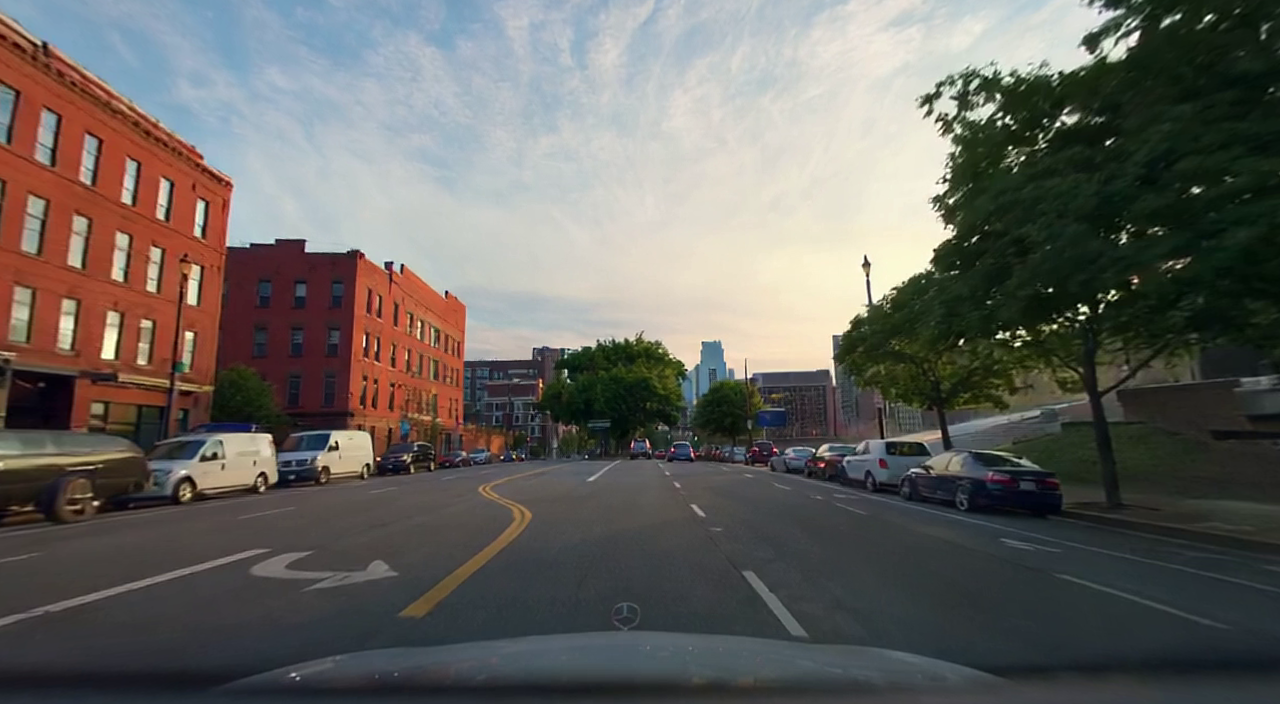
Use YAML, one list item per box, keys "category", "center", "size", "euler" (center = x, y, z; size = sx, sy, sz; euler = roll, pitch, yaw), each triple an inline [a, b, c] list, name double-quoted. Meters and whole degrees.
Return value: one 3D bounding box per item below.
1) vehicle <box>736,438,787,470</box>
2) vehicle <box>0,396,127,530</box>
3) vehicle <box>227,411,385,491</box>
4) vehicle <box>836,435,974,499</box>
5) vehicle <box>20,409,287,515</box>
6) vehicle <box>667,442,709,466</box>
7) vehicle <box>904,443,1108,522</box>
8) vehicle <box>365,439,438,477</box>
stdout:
- category: "vehicle"
  center: [8.039, 6.818, 42.383]
  size: [2.305, 1.984, 5.002]
  euler: [-1, -9, -1]
- category: "vehicle"
  center: [-14.599, 2.355, 13.349]
  size: [2.557, 2.759, 5.693]
  euler: [0, -8, 0]
- category: "vehicle"
  center: [-14.461, 4.382, 28.171]
  size: [3.047, 3.098, 6.783]
  euler: [0, -9, 2]
- category: "vehicle"
  center: [7.952, 3.502, 19.570]
  size: [2.174, 1.697, 4.520]
  euler: [0, -9, -2]
- category: "vehicle"
  center: [-14.789, 3.438, 20.134]
  size: [2.719, 2.775, 6.724]
  euler: [-1, -9, 5]
- category: "vehicle"
  center: [3.110, 6.768, 42.065]
  size: [2.238, 1.499, 4.964]
  euler: [0, -8, -2]
- category: "vehicle"
  center: [7.983, 2.861, 14.455]
  size: [1.817, 1.467, 4.644]
  euler: [-1, -9, -1]
- category: "vehicle"
  center: [-14.303, 6.478, 38.269]
  size: [2.330, 2.013, 5.310]
  euler: [0, -12, -1]
